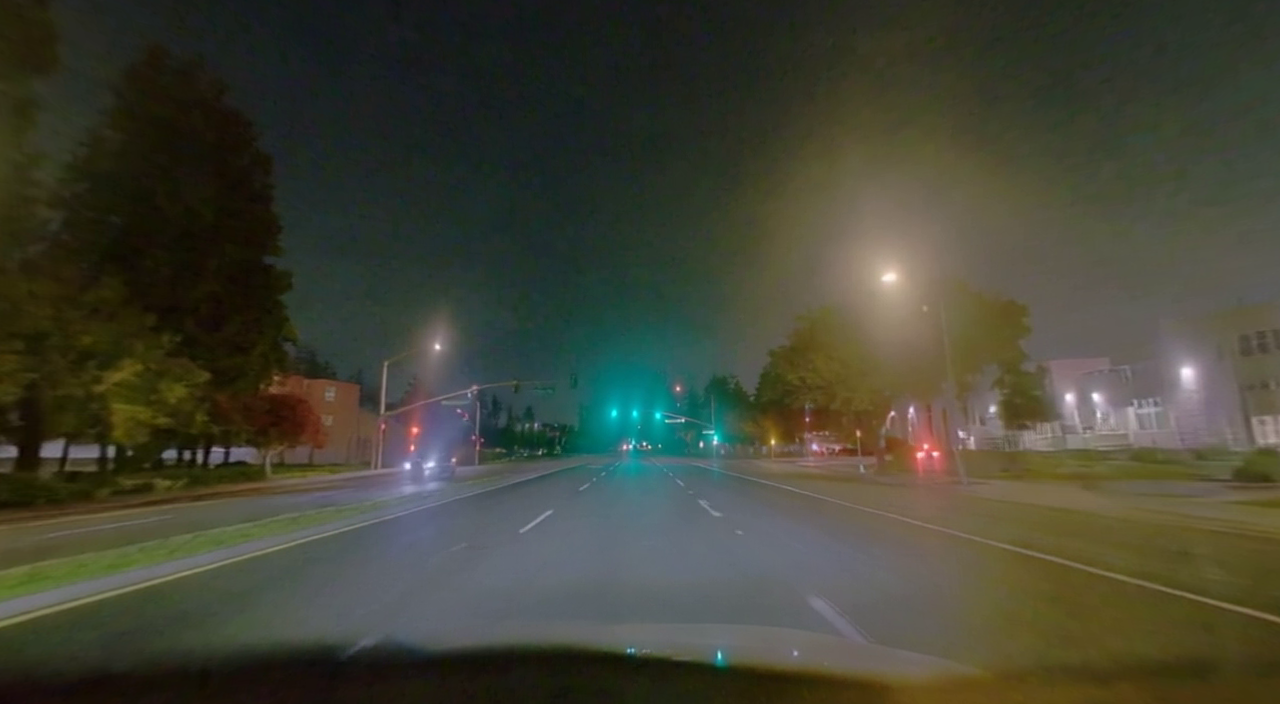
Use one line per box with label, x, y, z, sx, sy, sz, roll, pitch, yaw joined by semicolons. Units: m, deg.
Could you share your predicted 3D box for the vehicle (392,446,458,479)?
vehicle;-11.992;6.177;35.545;2.033;1.693;4.551;0;-9;1
